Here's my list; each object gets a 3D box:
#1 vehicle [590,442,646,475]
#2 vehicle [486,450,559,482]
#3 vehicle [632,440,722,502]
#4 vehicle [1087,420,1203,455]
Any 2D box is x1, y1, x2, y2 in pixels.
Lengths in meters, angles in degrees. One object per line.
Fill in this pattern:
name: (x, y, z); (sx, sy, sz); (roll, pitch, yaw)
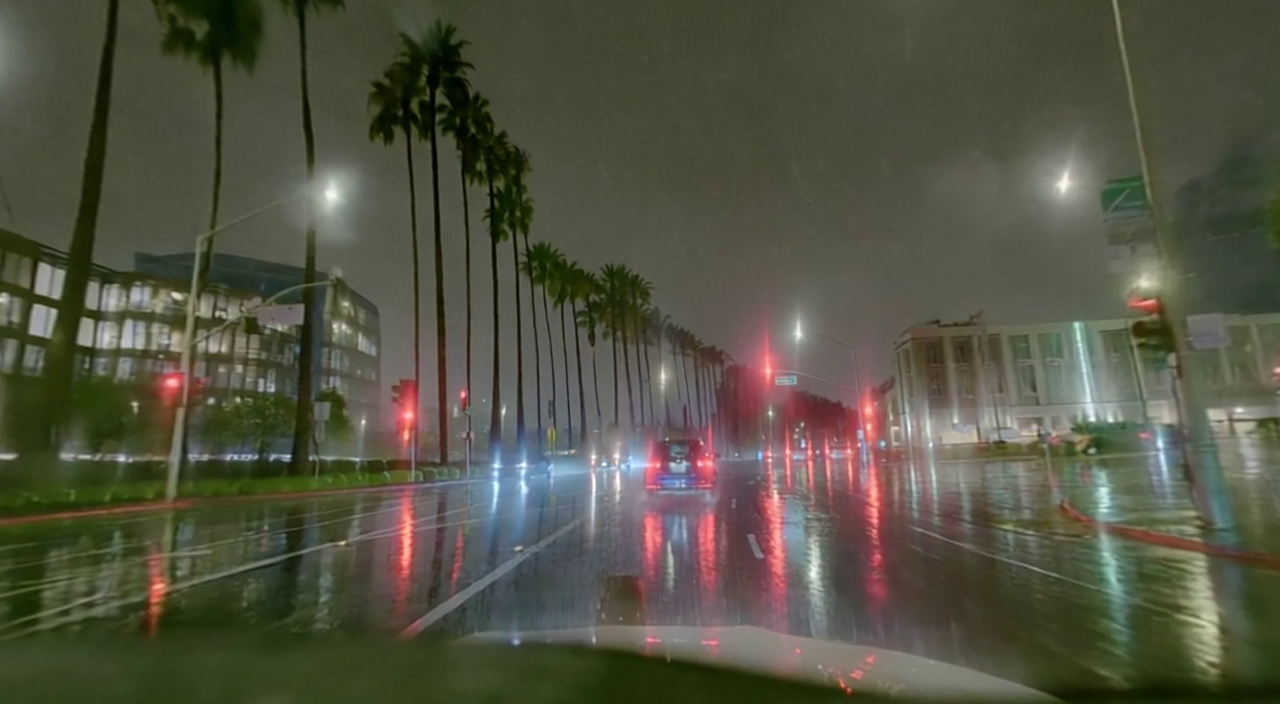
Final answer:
vehicle: (-1.158, 5.926, 35.400); (2.013, 1.746, 4.366); (-2, -9, 14)
vehicle: (-5.858, 5.741, 32.141); (2.012, 1.467, 4.592); (-2, -9, 12)
vehicle: (1.157, 3.210, 17.481); (2.096, 1.492, 4.071); (-1, -9, 9)
vehicle: (28.032, 4.759, 35.139); (5.049, 1.861, 2.081); (1, -9, -10)
